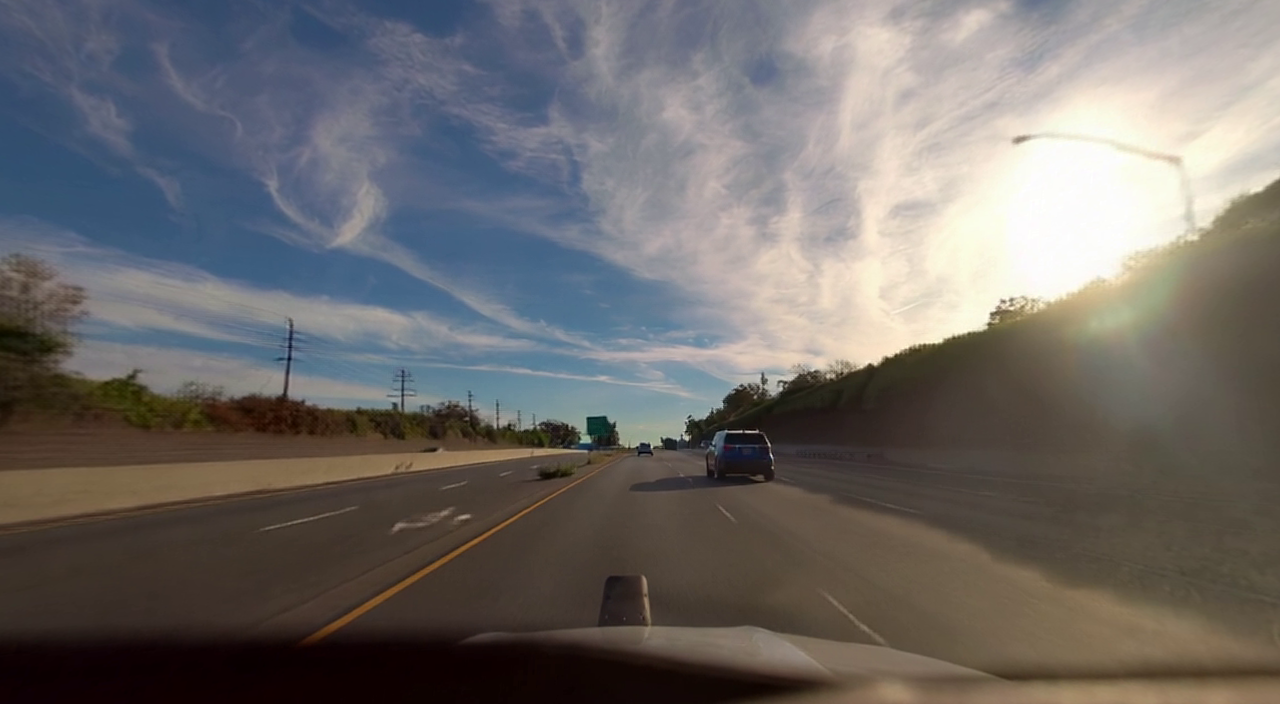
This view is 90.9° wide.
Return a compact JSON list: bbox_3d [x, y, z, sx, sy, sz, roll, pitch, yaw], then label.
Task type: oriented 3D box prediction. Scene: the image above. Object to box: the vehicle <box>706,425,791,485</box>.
[{"bbox_3d":[3.586,3.503,21.722,2.120,1.832,4.287,0,-8,-1],"label":"vehicle"}]
